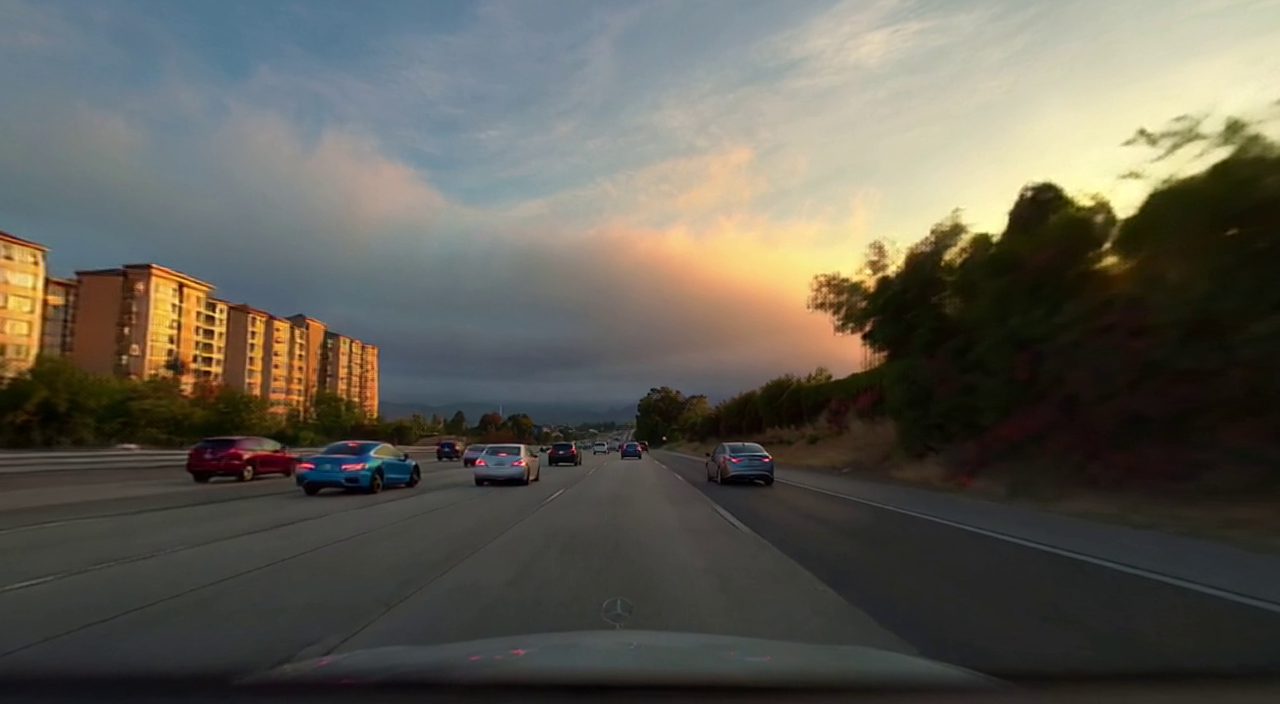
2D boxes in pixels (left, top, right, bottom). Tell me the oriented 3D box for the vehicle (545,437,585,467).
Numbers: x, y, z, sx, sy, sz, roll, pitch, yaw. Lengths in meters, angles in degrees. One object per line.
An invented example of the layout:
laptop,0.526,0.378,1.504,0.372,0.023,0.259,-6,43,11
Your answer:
vehicle,-4.673,6.332,40.074,2.044,1.774,4.329,0,-8,0

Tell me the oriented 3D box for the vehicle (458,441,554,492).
vehicle,-4.168,3.628,20.434,2.124,1.426,4.444,0,-8,0

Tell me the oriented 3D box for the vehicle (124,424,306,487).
vehicle,-15.400,3.799,23.578,2.396,1.999,6.333,0,-8,0

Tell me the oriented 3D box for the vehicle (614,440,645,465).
vehicle,-0.707,6.989,44.125,2.053,1.650,3.945,0,-8,-1

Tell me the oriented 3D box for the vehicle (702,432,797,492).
vehicle,3.287,3.414,19.924,2.061,1.658,4.417,0,-8,-2

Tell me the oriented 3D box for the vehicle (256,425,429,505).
vehicle,-7.487,2.898,16.677,2.086,1.776,5.080,0,-8,0
